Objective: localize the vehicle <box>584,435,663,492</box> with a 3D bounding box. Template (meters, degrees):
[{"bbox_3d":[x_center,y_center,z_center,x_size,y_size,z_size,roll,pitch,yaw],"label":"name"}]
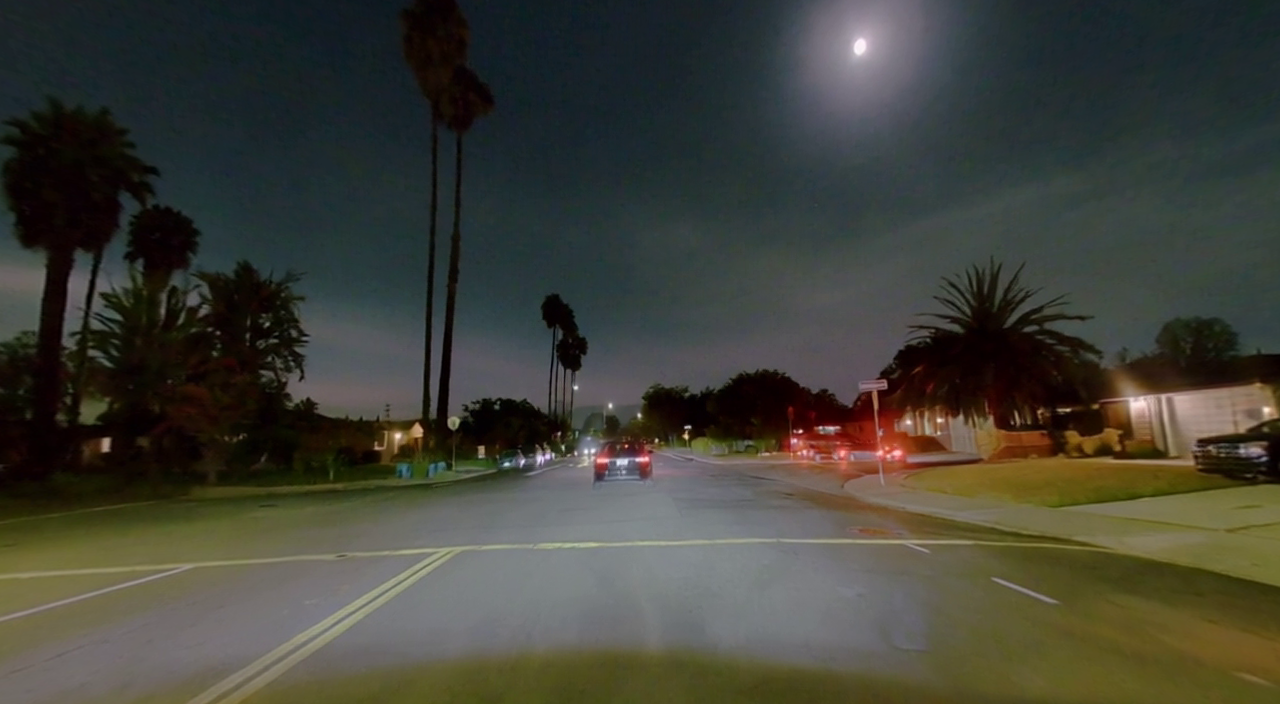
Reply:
[{"bbox_3d":[-0.473,3.279,18.912,2.098,1.483,4.099,0,-9,-1],"label":"vehicle"}]

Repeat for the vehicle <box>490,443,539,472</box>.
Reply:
[{"bbox_3d":[-7.905,6.684,40.263,2.069,1.441,4.368,-3,-7,2],"label":"vehicle"}]
